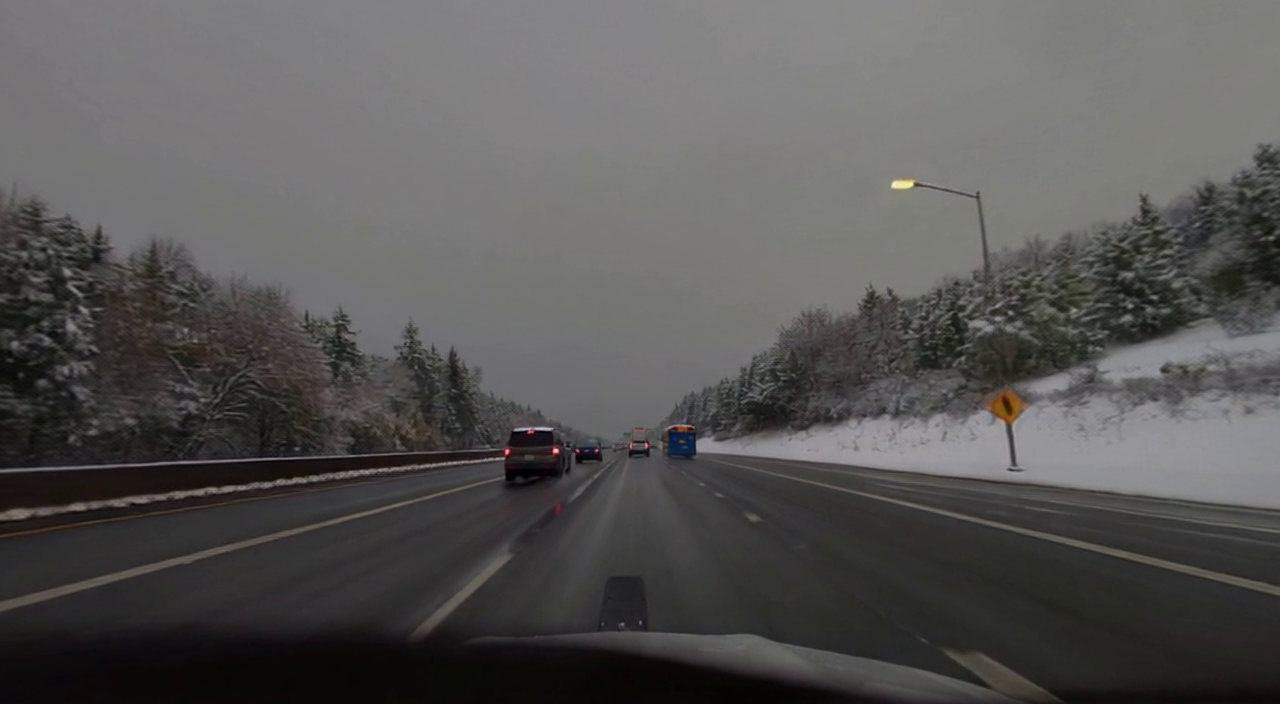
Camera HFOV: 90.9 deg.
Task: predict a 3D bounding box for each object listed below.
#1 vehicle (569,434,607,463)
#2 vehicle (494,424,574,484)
[{"bbox_3d":[-3.477,6.591,43.021,2.155,1.843,4.567,0,-8,0],"label":"vehicle"},{"bbox_3d":[-3.640,3.605,22.477,2.016,1.898,4.458,0,-8,1],"label":"vehicle"}]
